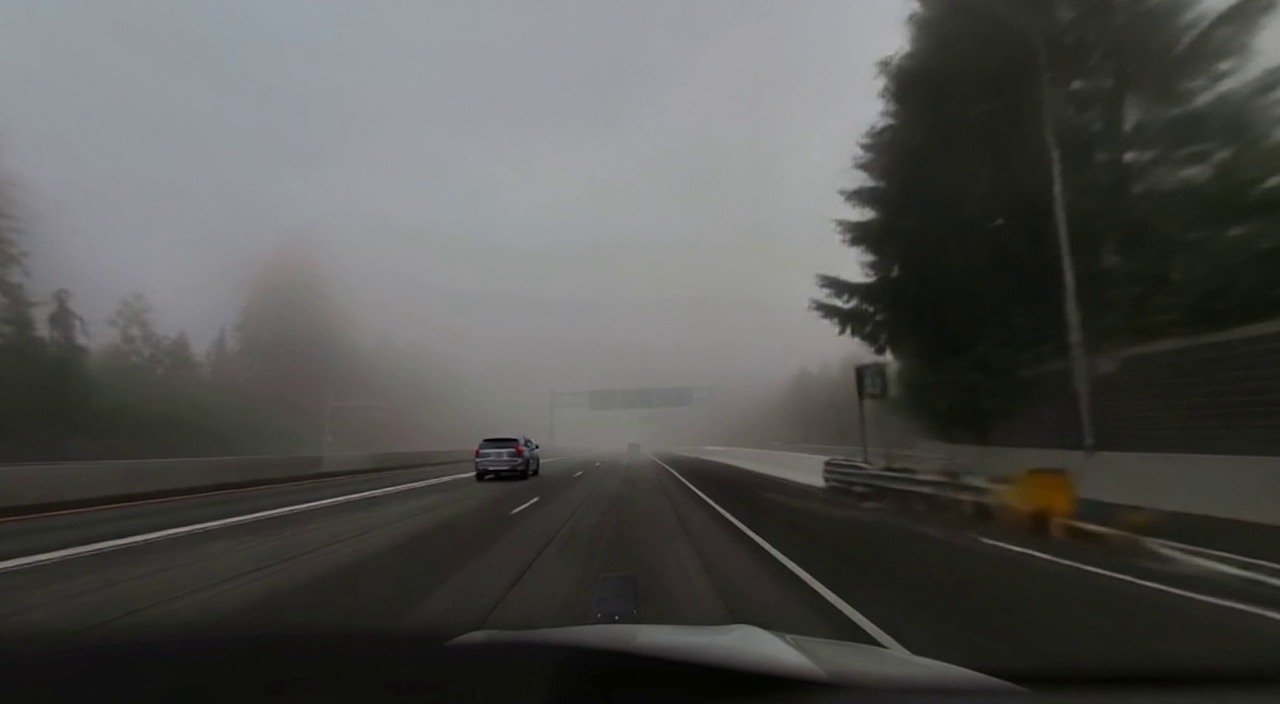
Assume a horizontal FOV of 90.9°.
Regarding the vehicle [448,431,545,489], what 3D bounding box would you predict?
[{"bbox_3d":[-4.442,3.378,20.244,2.129,1.641,4.263,0,-8,0],"label":"vehicle"}]
